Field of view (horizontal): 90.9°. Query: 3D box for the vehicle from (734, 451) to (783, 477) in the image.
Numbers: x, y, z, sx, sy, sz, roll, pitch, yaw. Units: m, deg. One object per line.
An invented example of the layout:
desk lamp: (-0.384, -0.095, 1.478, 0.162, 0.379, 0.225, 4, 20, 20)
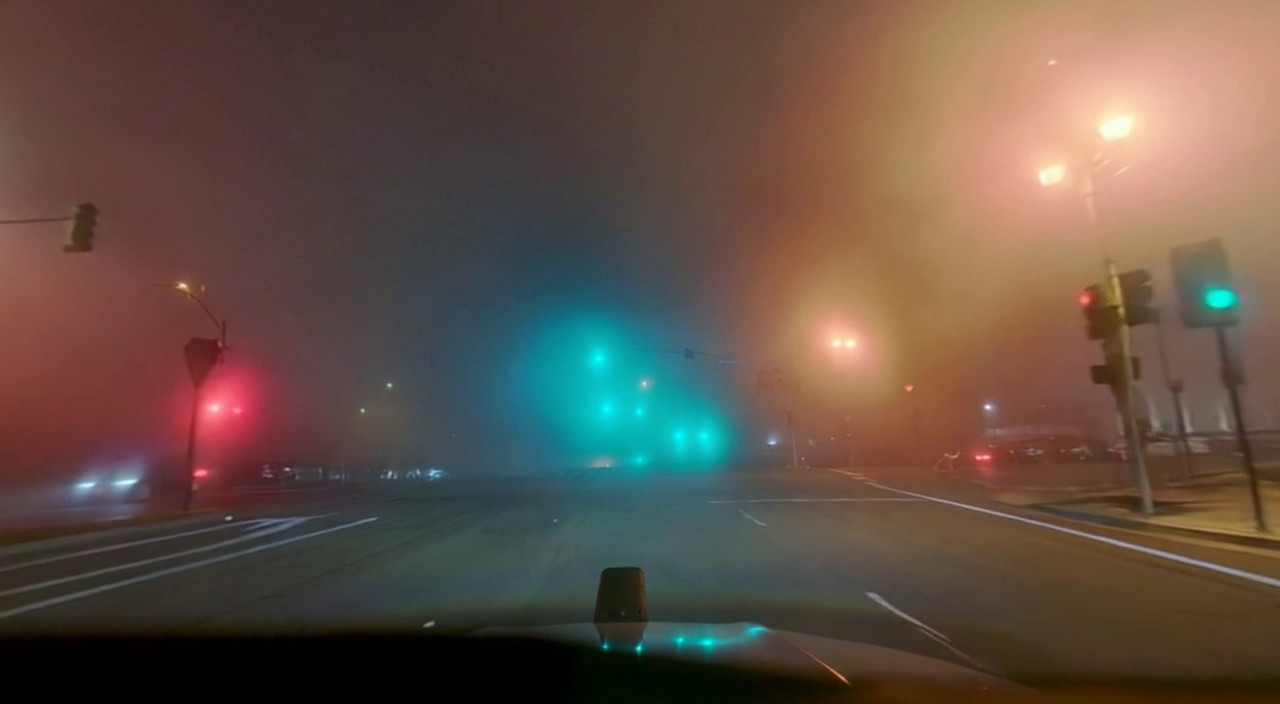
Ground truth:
vehicle: (7.064, 6.685, 37.973, 1.919, 1.449, 4.561, 0, -9, -2)

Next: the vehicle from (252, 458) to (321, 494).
vehicle: (-22.718, 7.940, 40.734, 1.966, 1.930, 4.591, -2, -7, -2)

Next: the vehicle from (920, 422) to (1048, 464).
vehicle: (15.210, 4.090, 28.108, 4.432, 1.523, 1.908, -4, -12, 5)

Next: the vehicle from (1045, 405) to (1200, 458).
vehicle: (20.832, 3.488, 27.446, 4.692, 1.610, 2.174, -5, -15, 4)

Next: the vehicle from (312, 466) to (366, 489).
vehicle: (-22.619, 9.420, 47.582, 1.820, 1.442, 4.715, -1, -9, 0)

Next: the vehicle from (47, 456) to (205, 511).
vehicle: (-19.067, 4.868, 23.766, 2.027, 1.678, 4.654, -3, -9, 0)

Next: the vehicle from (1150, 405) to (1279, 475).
vehicle: (17.229, 2.348, 17.377, 4.329, 1.502, 2.122, -5, -4, 6)
